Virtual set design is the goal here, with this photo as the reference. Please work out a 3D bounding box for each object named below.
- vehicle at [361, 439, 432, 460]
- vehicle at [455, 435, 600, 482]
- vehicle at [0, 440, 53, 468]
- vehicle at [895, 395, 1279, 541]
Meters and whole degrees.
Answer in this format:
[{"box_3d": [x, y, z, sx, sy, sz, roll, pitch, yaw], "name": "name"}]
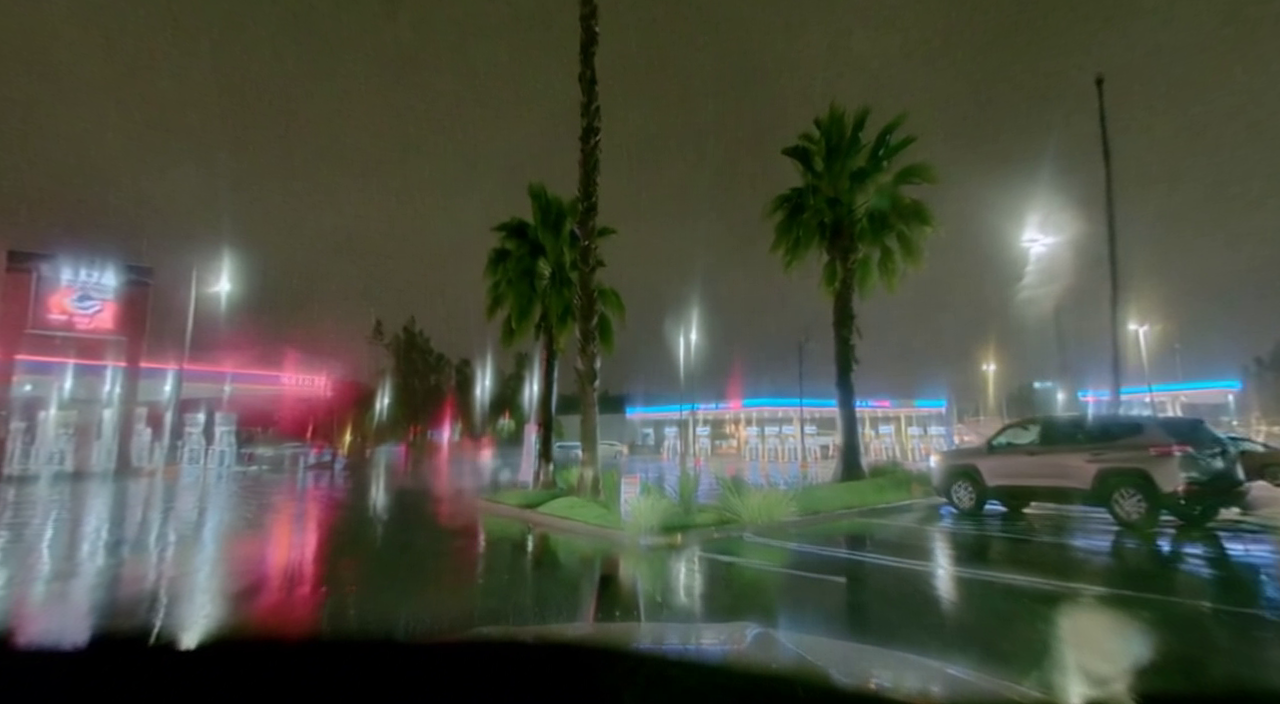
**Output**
[{"box_3d": [-18.703, 7.456, 48.635, 4.764, 1.523, 1.849, 6, -10, -36], "name": "vehicle"}, {"box_3d": [-3.961, 3.769, 22.719, 4.758, 1.497, 1.856, 5, -10, -36], "name": "vehicle"}, {"box_3d": [-35.050, 5.762, 35.909, 1.901, 1.463, 3.948, 5, -10, -35], "name": "vehicle"}, {"box_3d": [7.092, 1.845, 10.615, 2.028, 1.850, 4.731, 6, -10, -37], "name": "vehicle"}]
